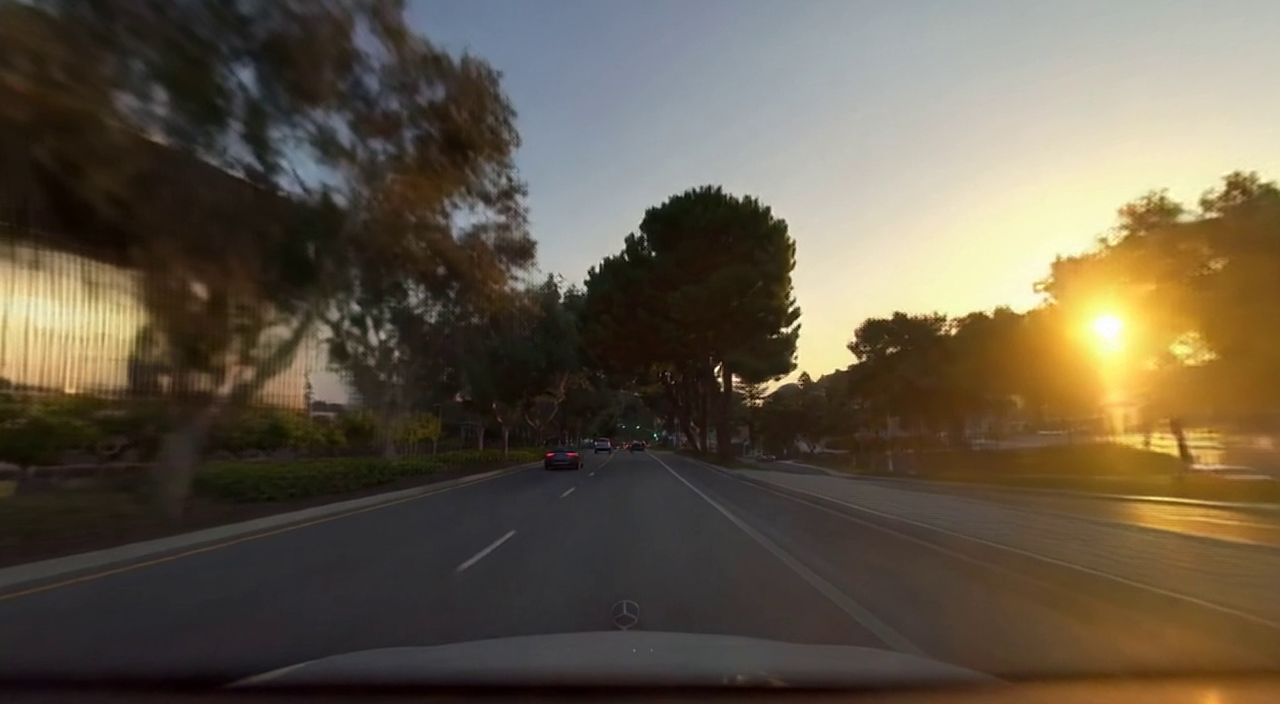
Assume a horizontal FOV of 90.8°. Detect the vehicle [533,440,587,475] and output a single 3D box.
[{"bbox_3d":[-3.740,4.999,30.234,1.984,1.521,4.682,0,-8,0],"label":"vehicle"}]
